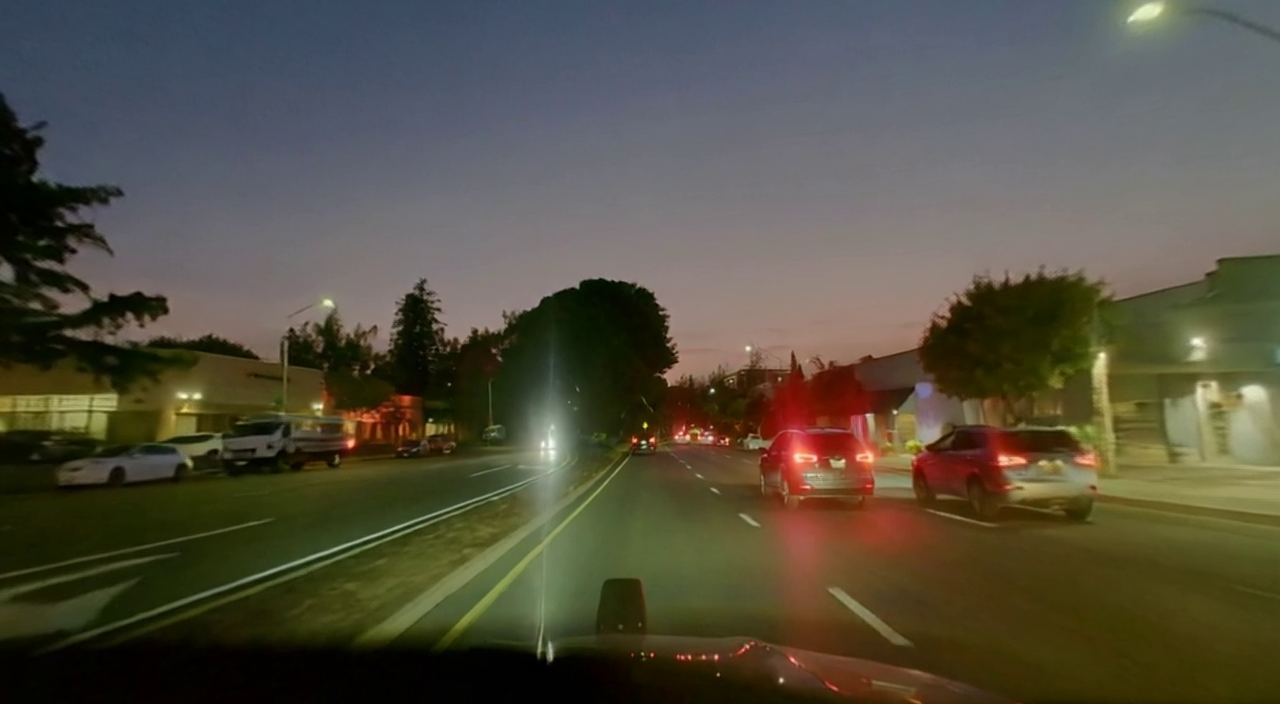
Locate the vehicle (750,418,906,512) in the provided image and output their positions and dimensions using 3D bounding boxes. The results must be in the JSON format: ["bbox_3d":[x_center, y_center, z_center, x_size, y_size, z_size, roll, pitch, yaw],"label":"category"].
[{"bbox_3d":[3.724,2.311,13.352,2.072,1.669,3.836,-1,-8,0],"label":"vehicle"}]

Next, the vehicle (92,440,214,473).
[{"bbox_3d":[-23.175,4.954,30.312,1.824,1.420,4.984,-1,-8,2],"label":"vehicle"}]

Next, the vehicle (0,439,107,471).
[{"bbox_3d":[-27.138,4.692,29.033,1.795,1.360,3.780,-1,-8,1],"label":"vehicle"}]

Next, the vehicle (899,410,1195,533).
[{"bbox_3d":[6.860,2.058,11.539,2.134,1.738,4.833,-1,-8,-1],"label":"vehicle"}]

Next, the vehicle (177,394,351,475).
[{"bbox_3d":[-18.656,4.286,32.395,2.935,3.431,9.380,-2,-8,2],"label":"vehicle"}]
